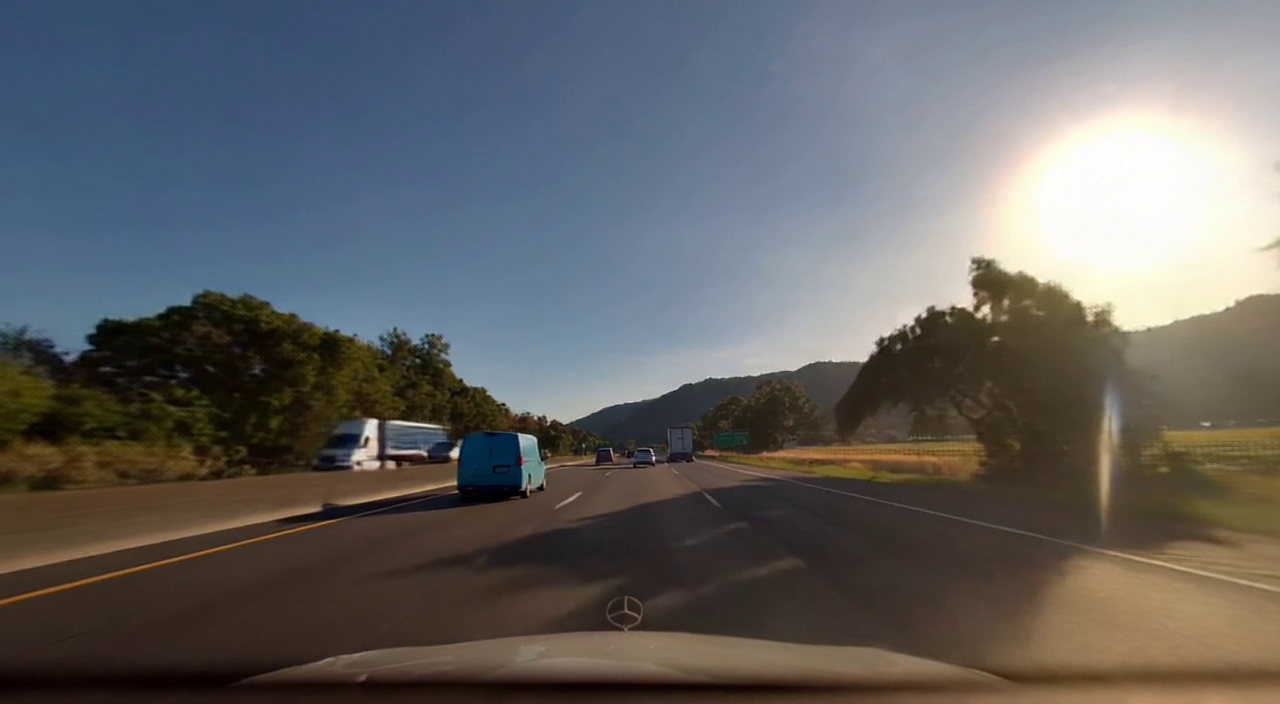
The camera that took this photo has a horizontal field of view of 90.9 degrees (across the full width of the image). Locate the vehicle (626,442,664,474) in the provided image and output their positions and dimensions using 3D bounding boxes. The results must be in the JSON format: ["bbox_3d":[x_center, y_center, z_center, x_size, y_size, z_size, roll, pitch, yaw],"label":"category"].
[{"bbox_3d":[0.308,6.410,38.265,2.209,1.825,4.036,0,-9,1],"label":"vehicle"}]

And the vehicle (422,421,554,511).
[{"bbox_3d":[-3.763,2.943,16.708,2.167,1.991,5.062,0,-9,1],"label":"vehicle"}]

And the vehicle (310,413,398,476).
[{"bbox_3d":[-19.429,6.356,43.270,2.987,3.970,5.945,-1,-9,2],"label":"vehicle"}]
